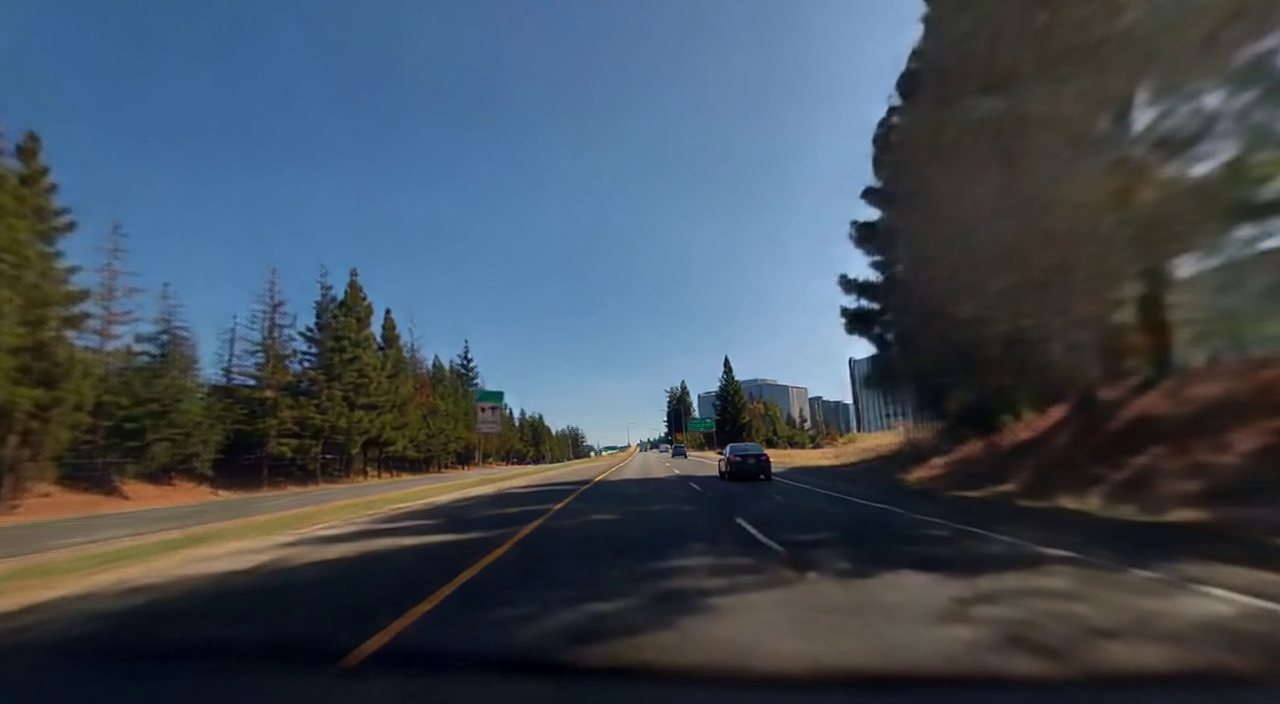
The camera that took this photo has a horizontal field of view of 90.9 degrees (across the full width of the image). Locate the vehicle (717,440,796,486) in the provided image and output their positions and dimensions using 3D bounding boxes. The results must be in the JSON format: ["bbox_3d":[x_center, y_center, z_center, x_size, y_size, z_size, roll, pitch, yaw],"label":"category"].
[{"bbox_3d":[4.198,4.086,23.538,2.042,1.518,4.477,0,-8,-1],"label":"vehicle"}]
